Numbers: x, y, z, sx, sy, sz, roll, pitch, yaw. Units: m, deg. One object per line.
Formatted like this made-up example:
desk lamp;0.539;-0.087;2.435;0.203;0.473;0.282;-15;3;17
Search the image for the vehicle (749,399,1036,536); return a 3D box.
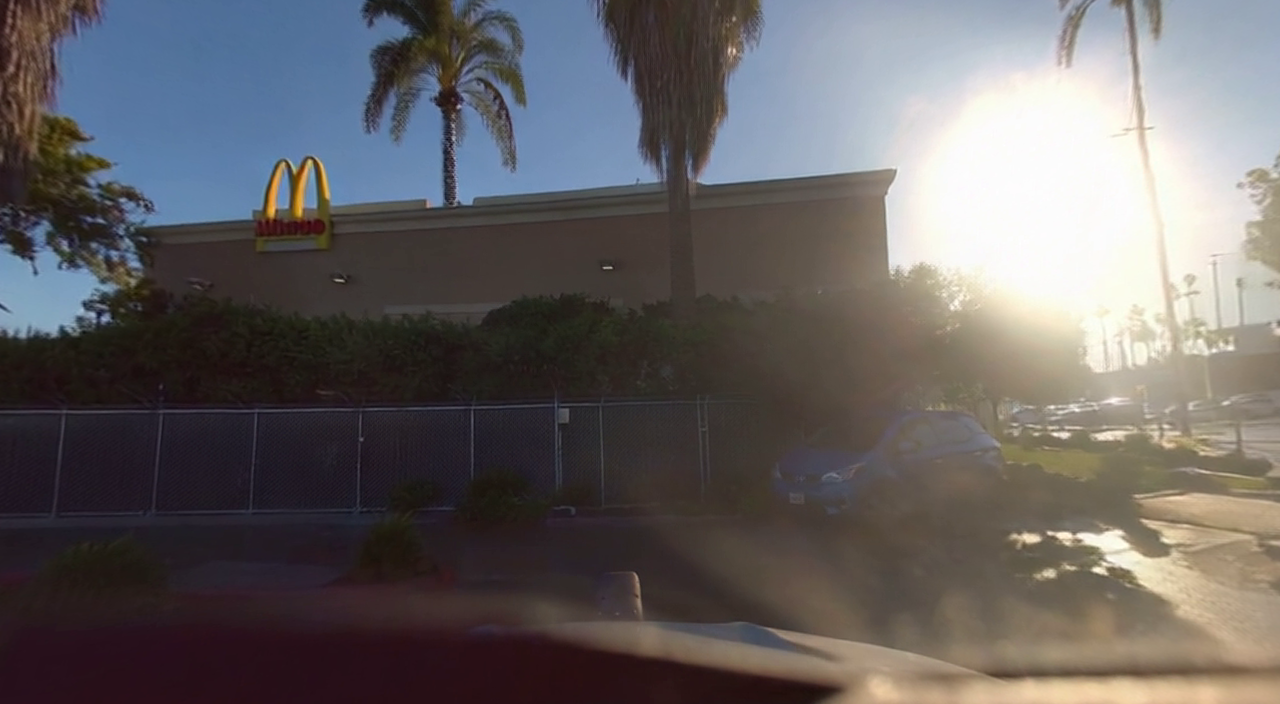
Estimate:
vehicle;4.172;1.746;10.384;4.365;1.791;2.073;4;-7;-30
